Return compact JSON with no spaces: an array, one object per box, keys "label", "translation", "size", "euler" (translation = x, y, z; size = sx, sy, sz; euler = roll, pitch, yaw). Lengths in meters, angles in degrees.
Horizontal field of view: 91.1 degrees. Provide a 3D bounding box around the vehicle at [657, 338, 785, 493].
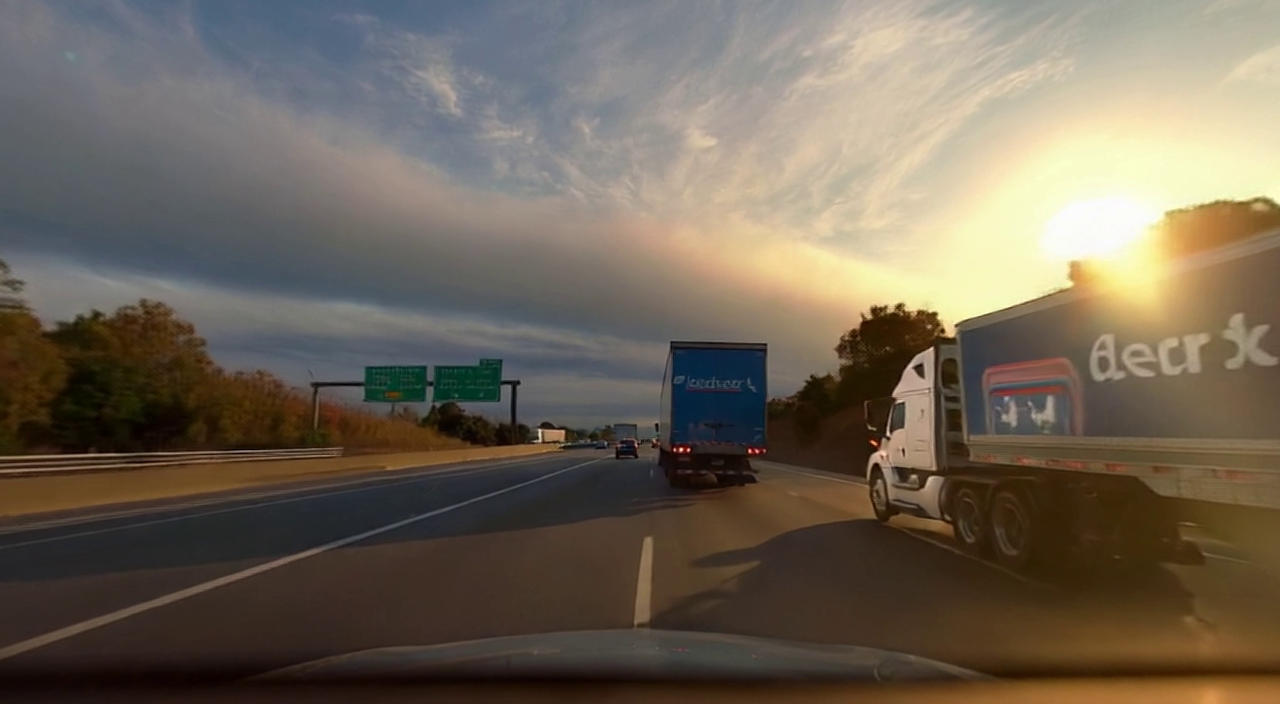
[{"label":"vehicle","translation":[2.131,2.227,20.709],"size":[2.920,3.860,10.035],"euler":[0,-8,0]}]
